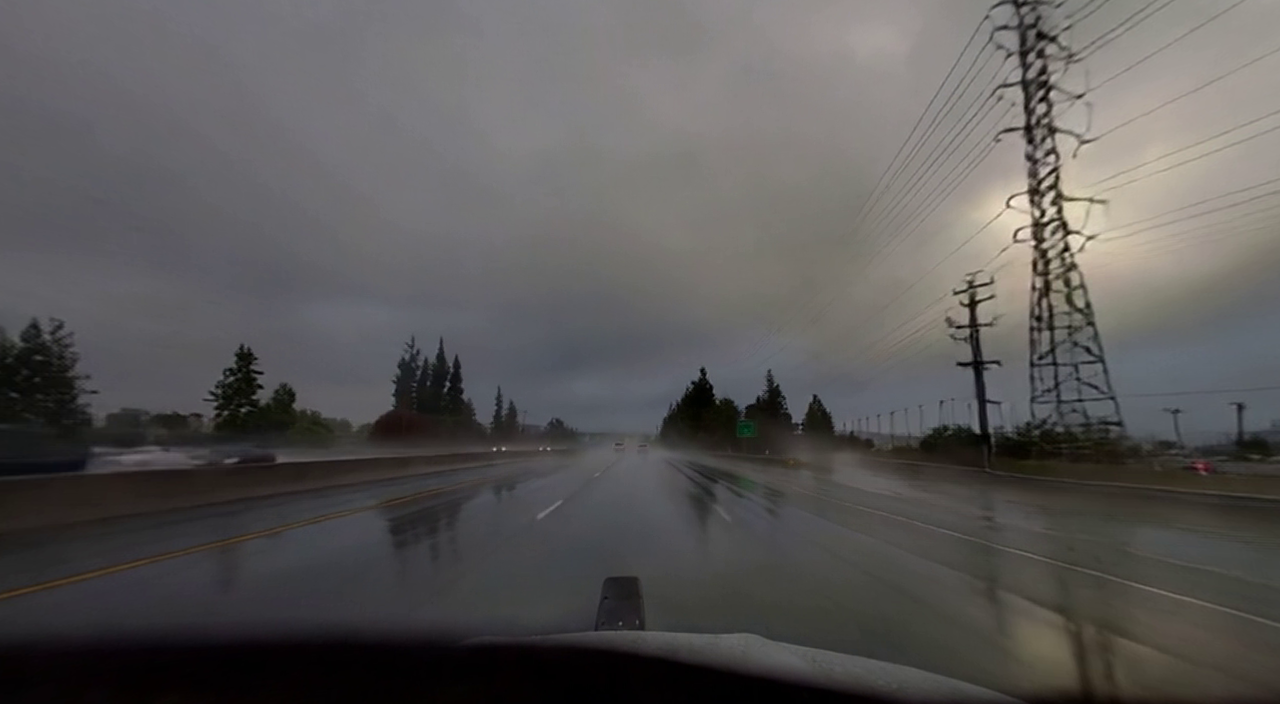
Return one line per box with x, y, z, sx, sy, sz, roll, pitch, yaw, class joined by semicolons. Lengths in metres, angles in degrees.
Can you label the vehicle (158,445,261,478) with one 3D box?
-21.646;5.495;32.050;1.897;1.485;4.769;0;-8;0;vehicle
